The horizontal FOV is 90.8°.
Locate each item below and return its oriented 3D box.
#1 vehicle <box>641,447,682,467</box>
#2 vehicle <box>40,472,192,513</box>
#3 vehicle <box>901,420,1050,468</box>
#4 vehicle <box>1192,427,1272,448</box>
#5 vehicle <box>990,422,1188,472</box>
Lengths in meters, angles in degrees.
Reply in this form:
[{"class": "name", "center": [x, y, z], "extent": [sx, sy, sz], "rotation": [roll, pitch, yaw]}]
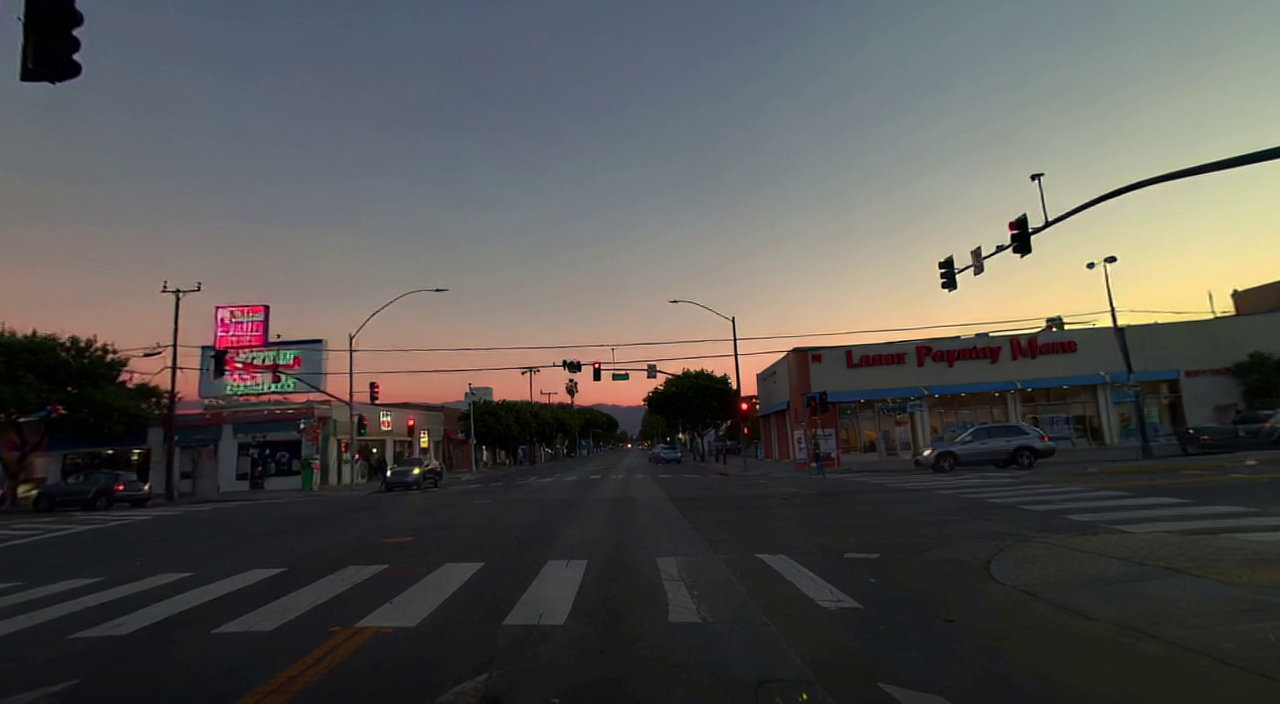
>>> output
[{"class": "vehicle", "center": [1.611, 8.085, 48.892], "extent": [1.969, 1.491, 4.612], "rotation": [2, -9, -14]}, {"class": "vehicle", "center": [-21.198, 5.679, 25.657], "extent": [4.676, 1.463, 1.909], "rotation": [-1, -8, 6]}, {"class": "vehicle", "center": [13.031, 3.650, 24.942], "extent": [4.916, 1.730, 1.986], "rotation": [-4, -9, 21]}, {"class": "vehicle", "center": [42.061, 6.067, 44.909], "extent": [4.347, 1.446, 1.777], "rotation": [1, -9, -9]}, {"class": "vehicle", "center": [14.369, 3.096, 20.610], "extent": [4.835, 1.487, 1.913], "rotation": [-4, -9, 20]}]
